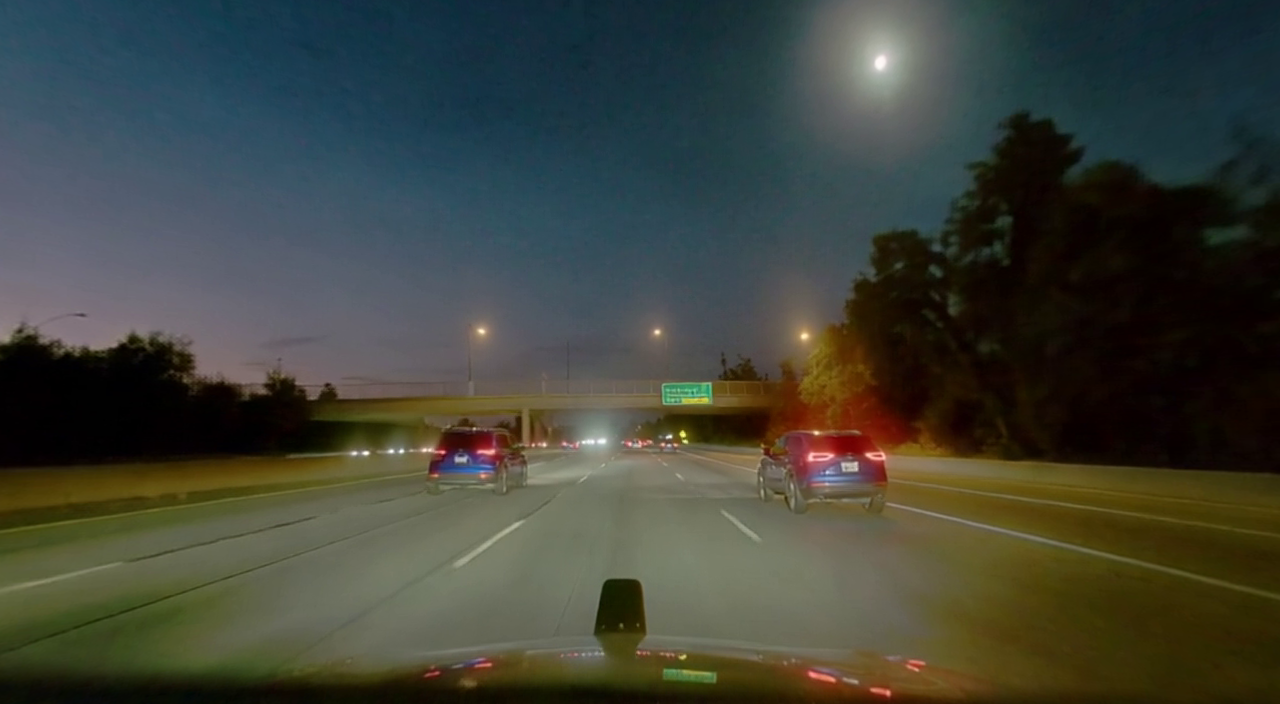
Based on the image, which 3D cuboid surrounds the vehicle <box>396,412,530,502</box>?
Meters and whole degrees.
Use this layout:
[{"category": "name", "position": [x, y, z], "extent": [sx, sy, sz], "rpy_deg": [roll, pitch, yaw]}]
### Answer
[{"category": "vehicle", "position": [-4.176, 2.573, 15.809], "extent": [2.018, 1.872, 4.728], "rpy_deg": [0, -8, -1]}]

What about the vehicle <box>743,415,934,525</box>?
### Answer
[{"category": "vehicle", "position": [3.555, 2.222, 12.426], "extent": [2.185, 1.749, 4.477], "rpy_deg": [0, -8, -2]}]
